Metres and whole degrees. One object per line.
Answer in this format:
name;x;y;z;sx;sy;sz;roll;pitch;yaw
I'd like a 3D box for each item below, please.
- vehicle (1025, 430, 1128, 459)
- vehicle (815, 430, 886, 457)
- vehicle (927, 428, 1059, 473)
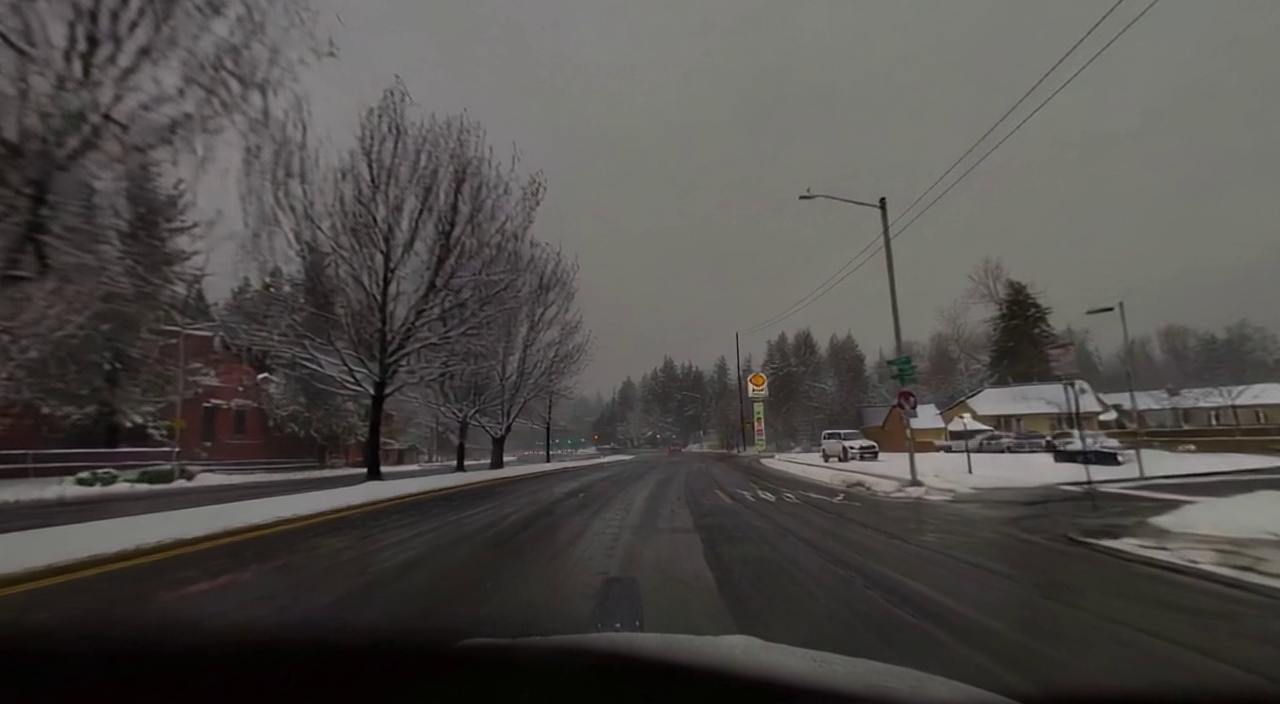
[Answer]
vehicle;30.406;6.504;44.264;5.556;1.821;2.068;-6;-11;27
vehicle;15.563;6.788;46.605;5.397;1.879;2.132;7;-12;-36
vehicle;15.443;4.322;27.818;4.543;1.838;2.127;0;-9;-3
